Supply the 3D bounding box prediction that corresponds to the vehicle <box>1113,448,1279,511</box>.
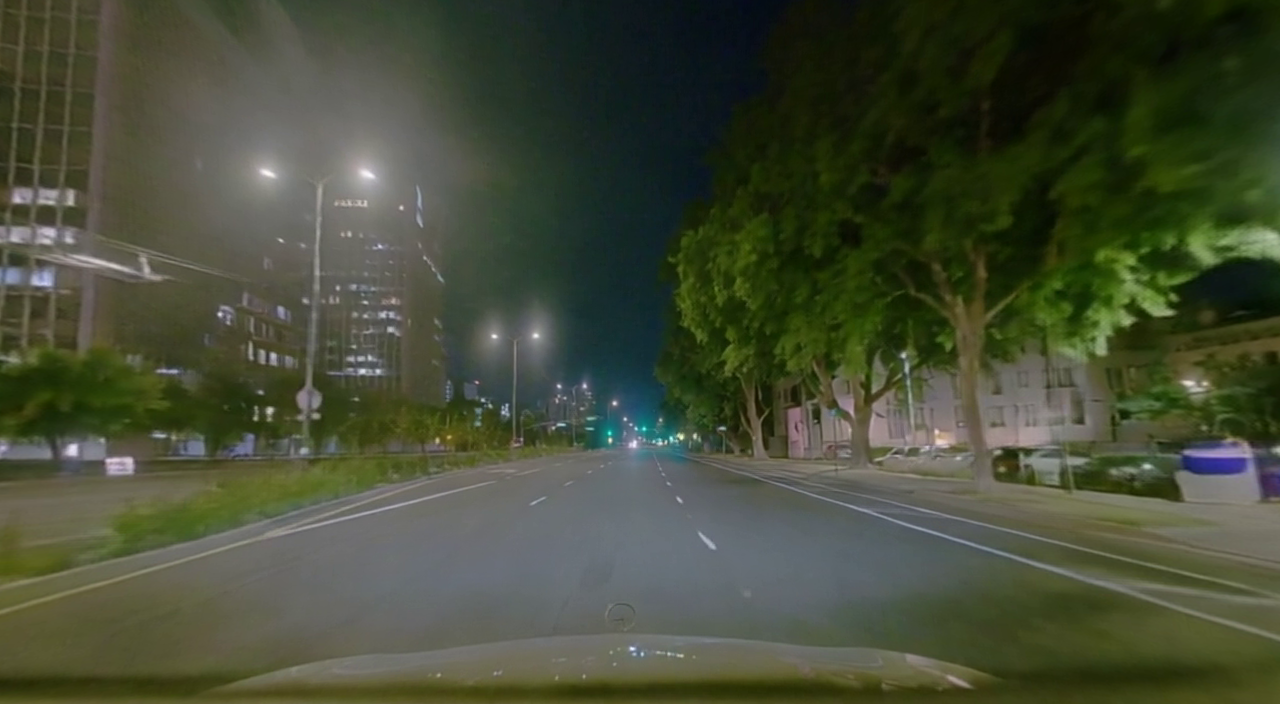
[{"bbox_3d":[15.206,3.236,16.224,4.331,1.469,2.008,0,-9,2],"label":"vehicle"}]
